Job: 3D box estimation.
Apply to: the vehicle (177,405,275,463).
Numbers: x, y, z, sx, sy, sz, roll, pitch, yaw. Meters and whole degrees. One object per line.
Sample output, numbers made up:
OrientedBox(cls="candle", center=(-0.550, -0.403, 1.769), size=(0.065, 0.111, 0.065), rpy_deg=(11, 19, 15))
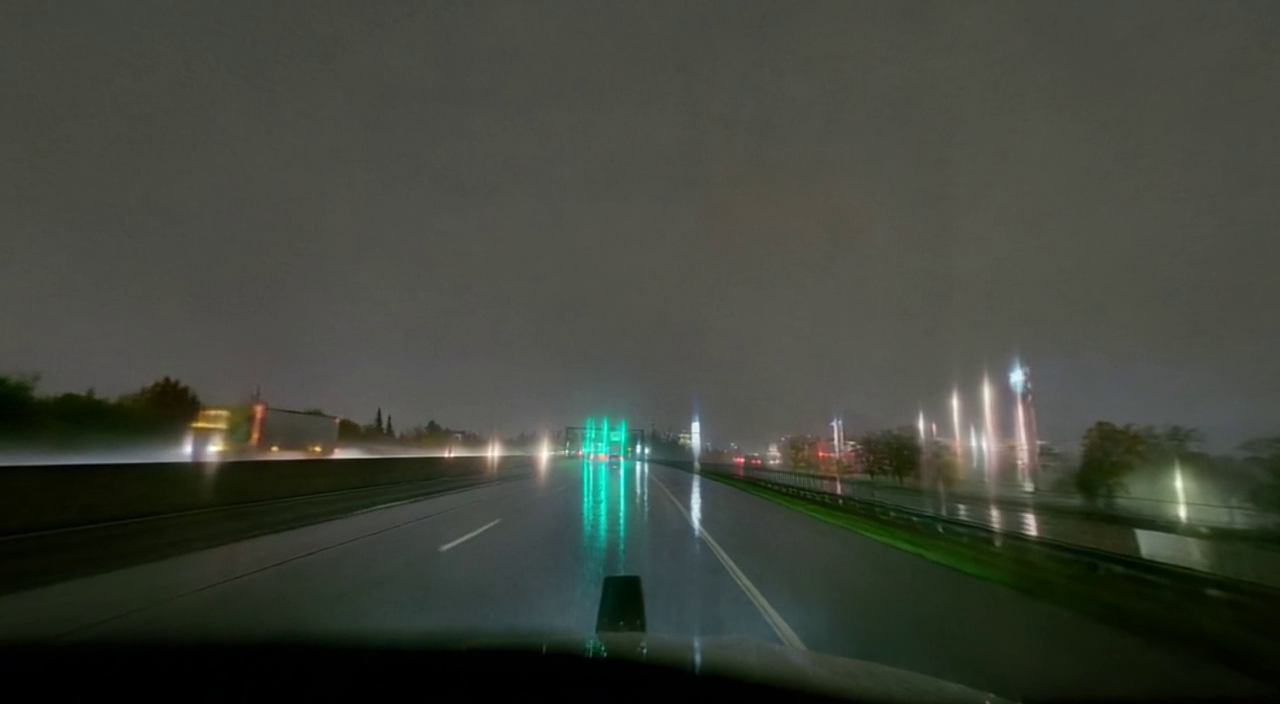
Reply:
OrientedBox(cls="vehicle", center=(-29.491, 5.972, 45.320), size=(2.987, 3.855, 5.979), rpy_deg=(0, -9, -2))
